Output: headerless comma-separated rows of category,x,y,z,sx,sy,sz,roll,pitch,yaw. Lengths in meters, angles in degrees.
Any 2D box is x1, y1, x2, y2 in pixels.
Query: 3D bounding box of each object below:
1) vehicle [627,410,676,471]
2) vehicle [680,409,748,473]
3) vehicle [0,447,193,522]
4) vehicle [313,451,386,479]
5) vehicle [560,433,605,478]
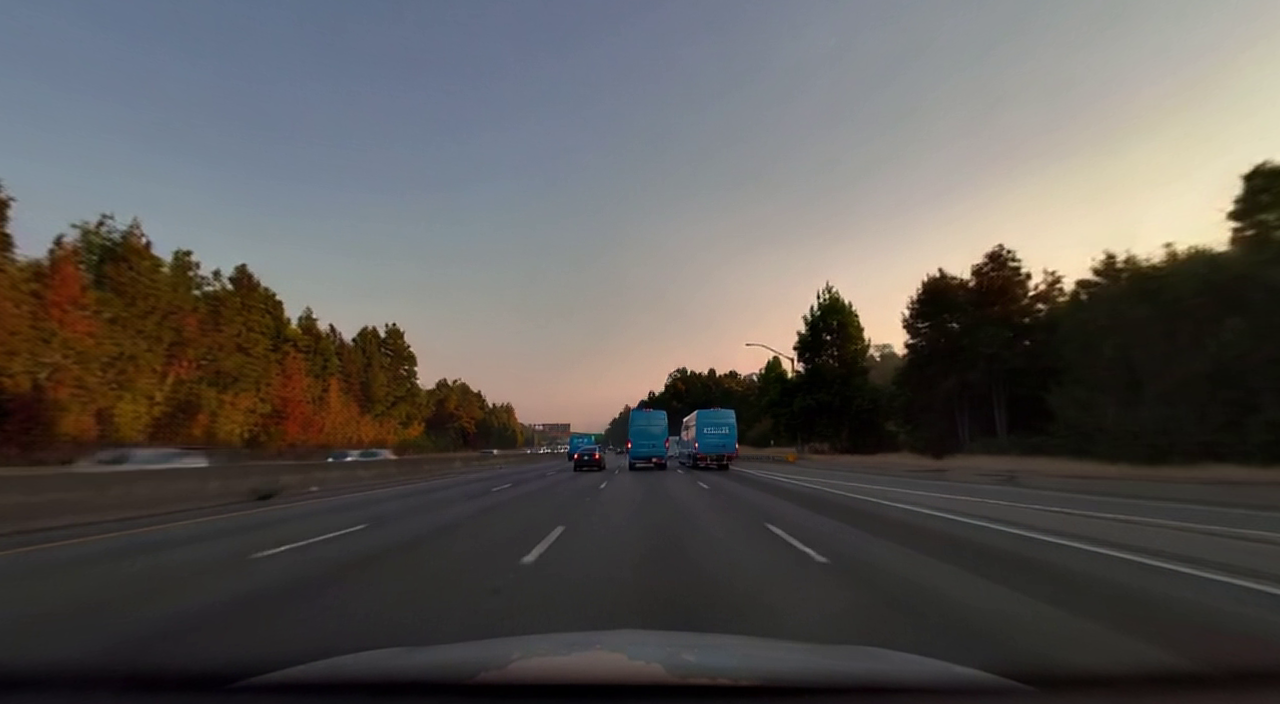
vehicle,0.745,6.724,47.296,3.201,4.019,10.918,0,-9,0
vehicle,5.184,6.808,47.626,3.319,4.075,14.516,0,-9,0
vehicle,-13.263,3.018,14.972,1.901,1.465,4.583,0,-9,1
vehicle,-16.449,6.405,36.010,1.899,1.503,4.577,0,-9,1
vehicle,-2.975,5.462,33.428,2.033,2.234,3.490,0,-9,0
